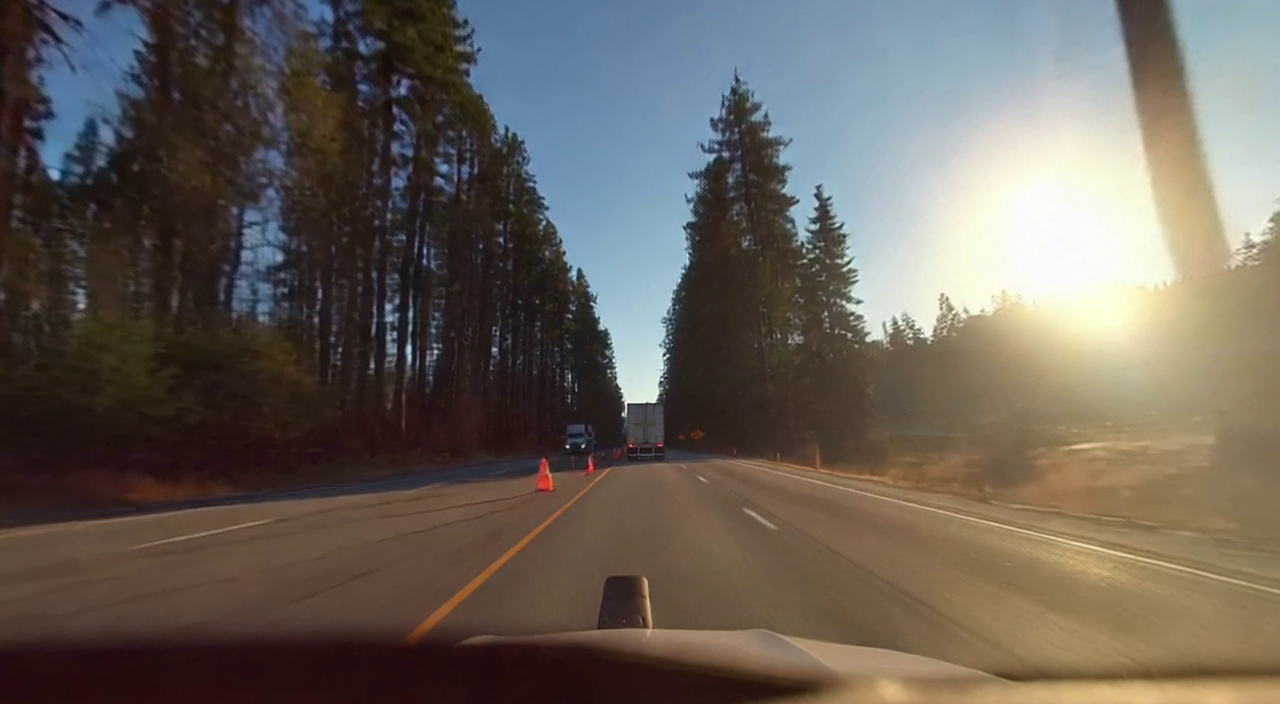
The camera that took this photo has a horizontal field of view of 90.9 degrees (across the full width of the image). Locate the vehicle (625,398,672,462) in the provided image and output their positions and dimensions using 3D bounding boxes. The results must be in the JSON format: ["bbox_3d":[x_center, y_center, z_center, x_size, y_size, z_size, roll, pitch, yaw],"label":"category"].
[{"bbox_3d":[0.414,5.747,45.604,2.935,4.068,11.036,0,-8,-2],"label":"vehicle"}]
